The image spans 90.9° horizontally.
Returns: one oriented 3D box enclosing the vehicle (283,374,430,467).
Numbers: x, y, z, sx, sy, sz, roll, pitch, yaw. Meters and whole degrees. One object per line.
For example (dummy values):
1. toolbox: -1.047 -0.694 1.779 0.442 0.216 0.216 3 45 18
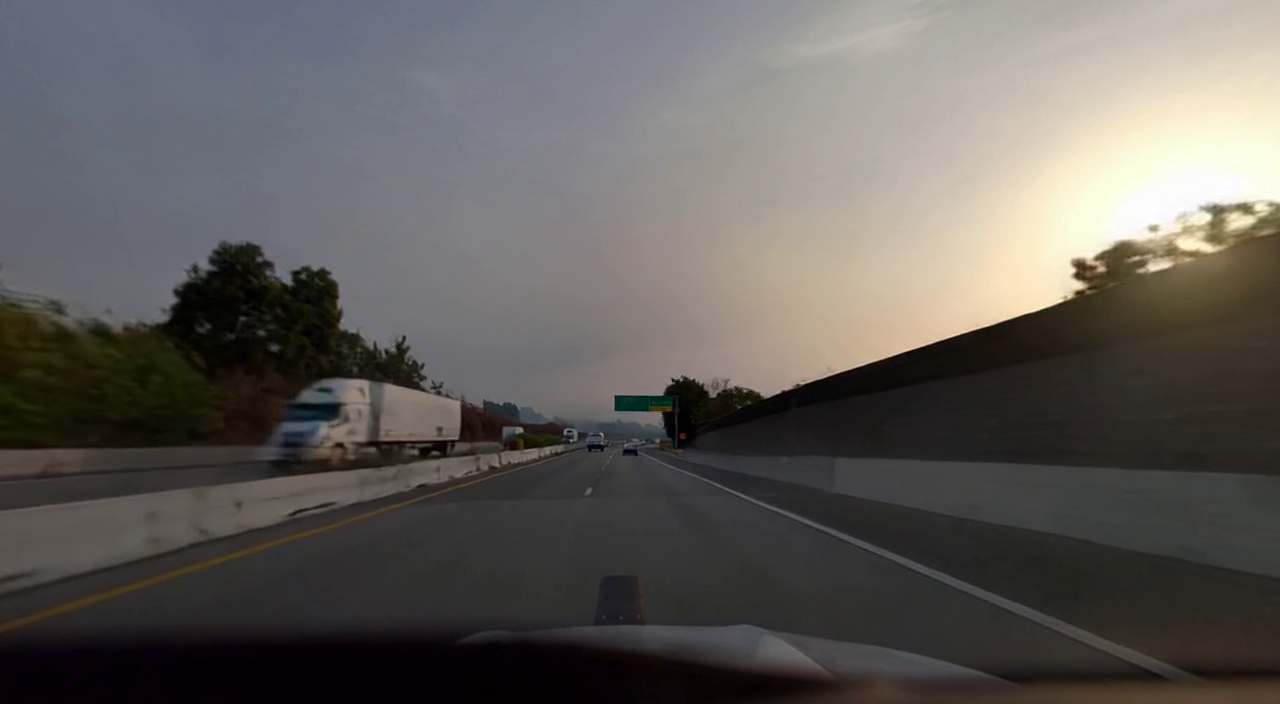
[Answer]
1. vehicle: -14.253 3.752 33.064 3.011 4.064 10.418 0 -8 -2
